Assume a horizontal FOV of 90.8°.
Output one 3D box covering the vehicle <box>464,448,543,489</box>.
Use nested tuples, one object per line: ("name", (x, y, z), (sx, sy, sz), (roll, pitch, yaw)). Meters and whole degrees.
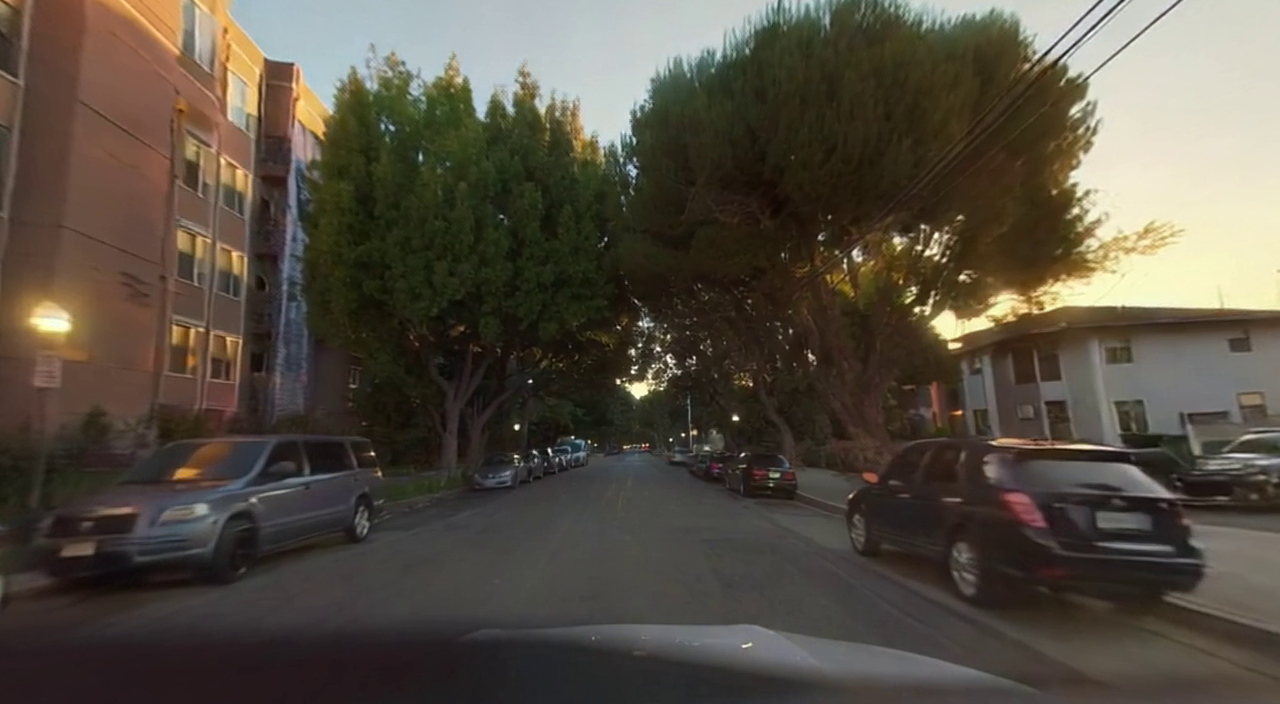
("vehicle", (-5.302, 4.572, 25.220), (2.080, 1.458, 4.511), (0, -8, 1))

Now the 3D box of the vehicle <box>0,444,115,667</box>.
("vehicle", (-5.280, 1.137, 2.641), (2.026, 1.461, 4.837), (-1, -8, 0))

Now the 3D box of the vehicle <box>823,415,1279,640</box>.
("vehicle", (3.825, 1.655, 7.120), (1.992, 1.643, 4.735), (0, -8, -1))

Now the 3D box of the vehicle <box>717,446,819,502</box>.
("vehicle", (3.657, 3.567, 19.012), (1.881, 1.460, 4.737), (0, -8, -3))

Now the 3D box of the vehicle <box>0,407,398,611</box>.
("vehicle", (-5.320, 1.846, 8.492), (2.213, 1.825, 4.986), (-2, -8, 0))

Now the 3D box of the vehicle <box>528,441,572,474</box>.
("vehicle", (-5.416, 6.387, 38.602), (2.069, 1.881, 4.697), (0, -8, -1))
